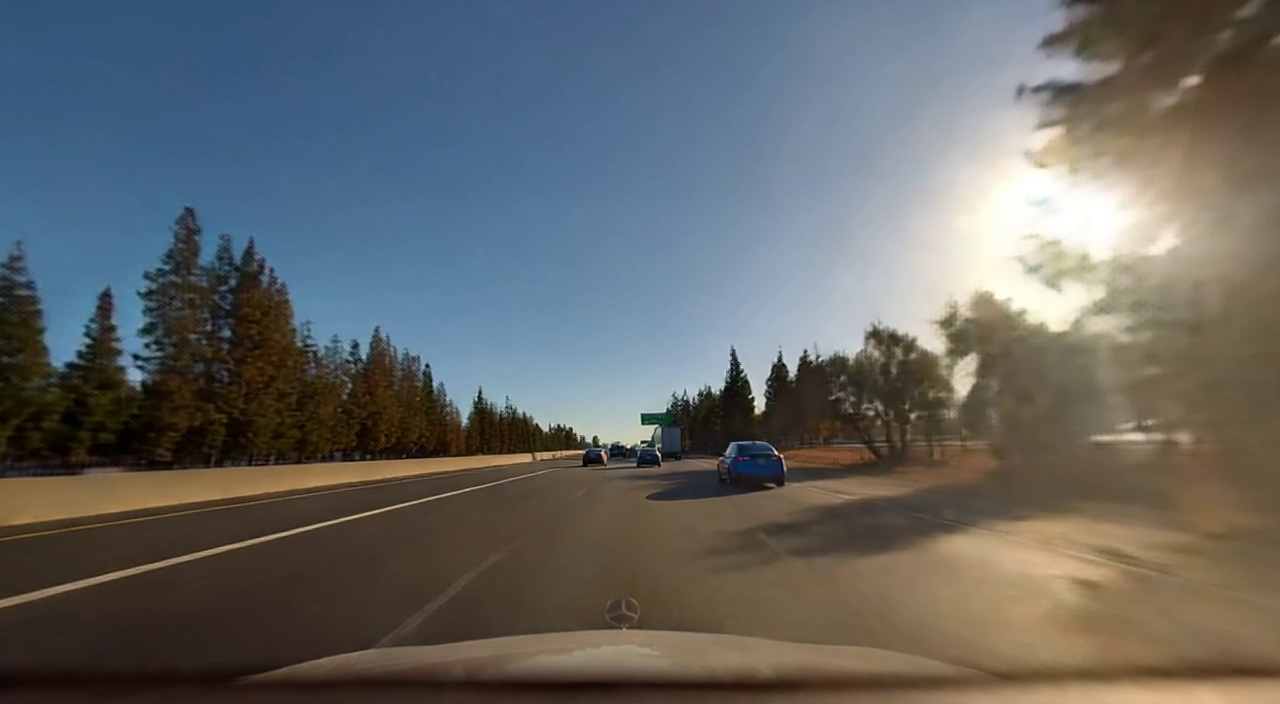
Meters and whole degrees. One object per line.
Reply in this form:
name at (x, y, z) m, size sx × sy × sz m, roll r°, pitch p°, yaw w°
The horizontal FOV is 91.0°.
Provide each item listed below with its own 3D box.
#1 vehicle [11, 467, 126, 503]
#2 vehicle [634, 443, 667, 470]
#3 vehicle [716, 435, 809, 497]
vehicle at (-29.082, 6.760, 32.245) m, size 1.879 × 1.549 × 4.150 m, roll 0°, pitch -9°, yaw 1°
vehicle at (0.696, 7.290, 44.210) m, size 2.205 × 1.785 × 4.423 m, roll 0°, pitch -9°, yaw 0°
vehicle at (3.758, 3.585, 20.179) m, size 2.082 × 1.720 × 4.393 m, roll 0°, pitch -9°, yaw 0°
